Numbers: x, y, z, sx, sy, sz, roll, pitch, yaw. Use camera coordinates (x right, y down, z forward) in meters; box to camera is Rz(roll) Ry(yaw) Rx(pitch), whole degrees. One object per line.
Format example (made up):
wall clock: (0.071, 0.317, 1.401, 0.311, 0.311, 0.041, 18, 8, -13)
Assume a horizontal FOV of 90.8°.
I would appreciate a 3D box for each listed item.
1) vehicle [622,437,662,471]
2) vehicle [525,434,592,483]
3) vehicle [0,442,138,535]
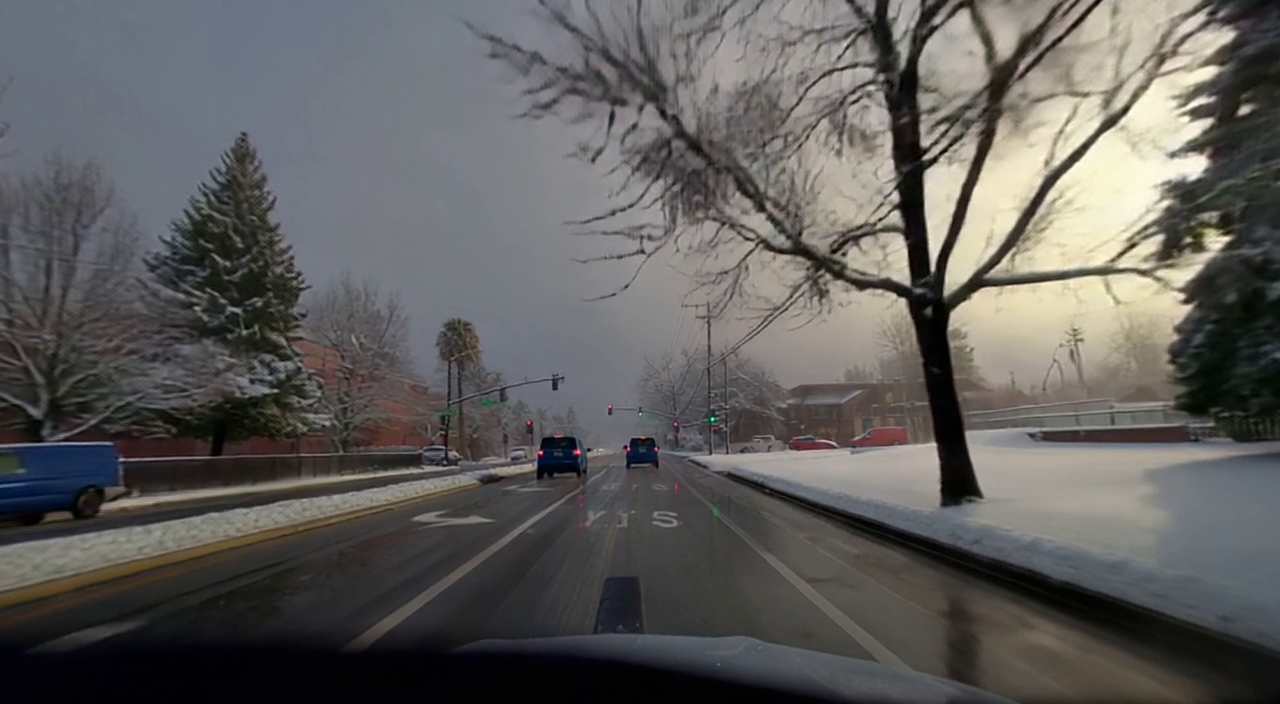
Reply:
vehicle: (0.055, 5.668, 35.315, 2.088, 1.735, 4.801, 0, -8, -1)
vehicle: (-3.121, 4.185, 25.133, 2.097, 1.755, 4.336, 0, -8, 0)
vehicle: (-14.033, 2.940, 13.936, 1.996, 1.886, 4.692, 0, -8, 0)
